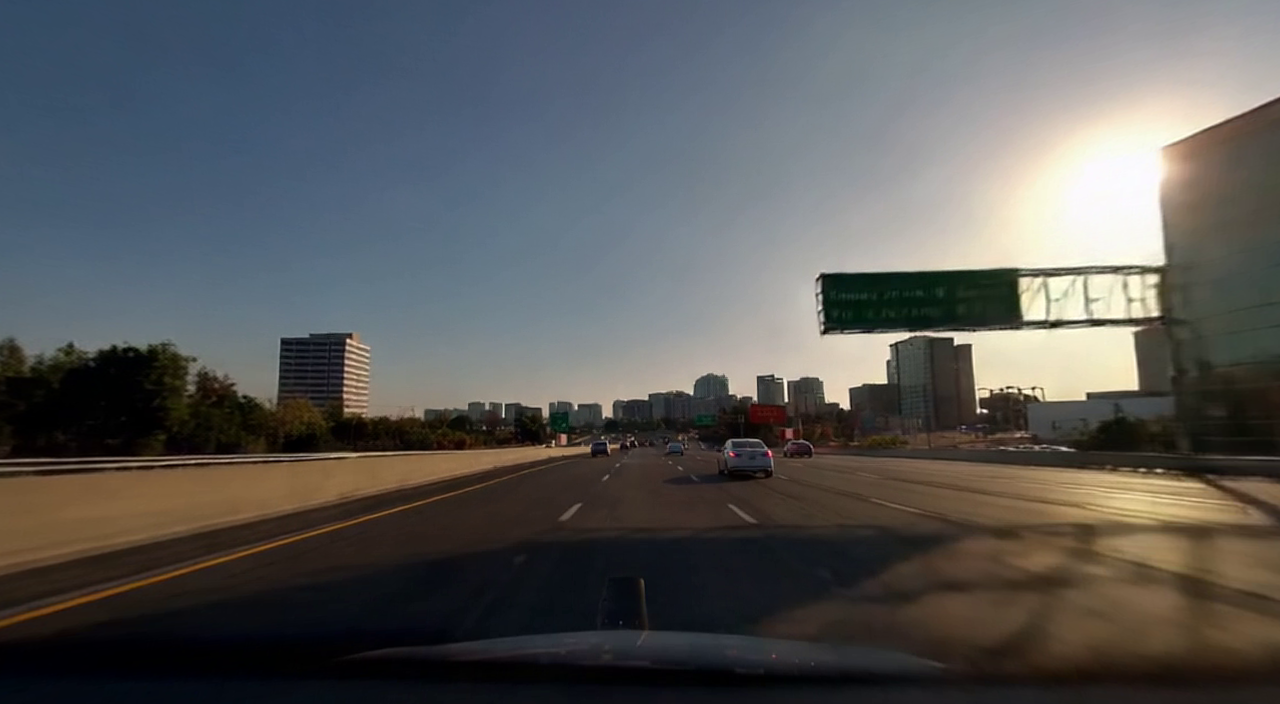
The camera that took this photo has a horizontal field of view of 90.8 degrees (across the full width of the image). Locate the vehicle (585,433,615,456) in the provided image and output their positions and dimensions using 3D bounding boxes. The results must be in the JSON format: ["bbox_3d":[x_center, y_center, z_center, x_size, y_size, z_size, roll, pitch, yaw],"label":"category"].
[{"bbox_3d":[-3.109,7.269,49.469,2.072,1.730,4.381,0,-8,0],"label":"vehicle"}]

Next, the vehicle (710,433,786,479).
[{"bbox_3d":[3.799,3.762,22.987,1.961,1.504,4.094,0,-8,-1],"label":"vehicle"}]

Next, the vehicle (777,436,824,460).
[{"bbox_3d":[11.011,6.627,43.541,2.019,1.529,4.385,0,-8,-1],"label":"vehicle"}]
